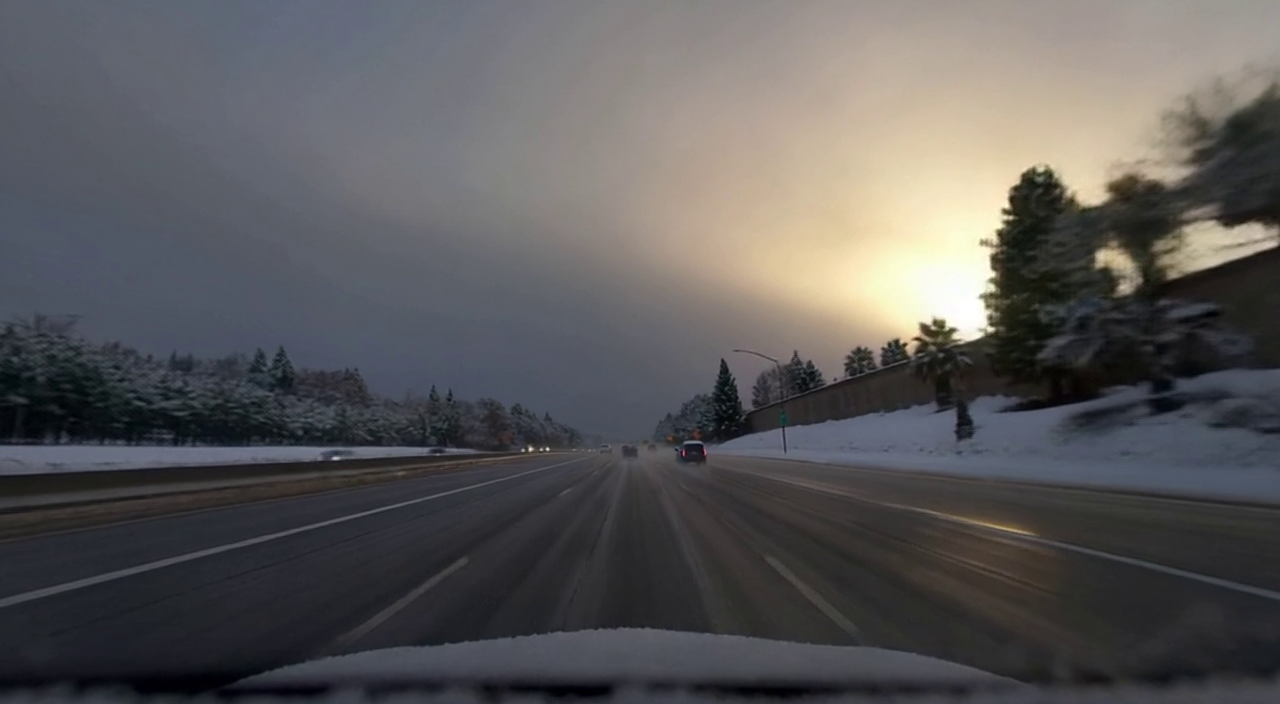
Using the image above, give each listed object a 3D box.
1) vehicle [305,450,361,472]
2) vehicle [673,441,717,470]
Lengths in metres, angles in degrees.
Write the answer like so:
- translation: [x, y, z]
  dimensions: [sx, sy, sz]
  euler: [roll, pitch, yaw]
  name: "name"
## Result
- translation: [-23.392, 8.306, 48.353]
  dimensions: [2.026, 1.511, 4.524]
  euler: [0, -9, 1]
  name: "vehicle"
- translation: [3.245, 6.280, 38.422]
  dimensions: [2.130, 1.677, 4.317]
  euler: [0, -9, -2]
  name: "vehicle"
